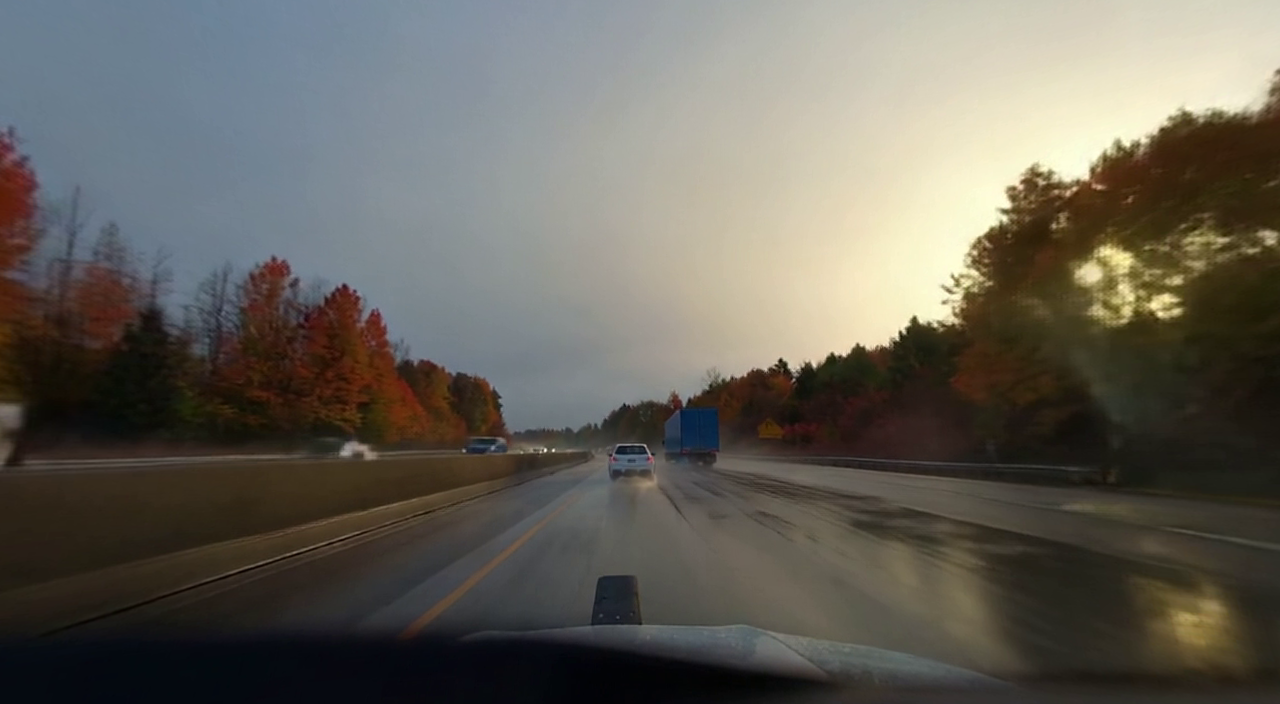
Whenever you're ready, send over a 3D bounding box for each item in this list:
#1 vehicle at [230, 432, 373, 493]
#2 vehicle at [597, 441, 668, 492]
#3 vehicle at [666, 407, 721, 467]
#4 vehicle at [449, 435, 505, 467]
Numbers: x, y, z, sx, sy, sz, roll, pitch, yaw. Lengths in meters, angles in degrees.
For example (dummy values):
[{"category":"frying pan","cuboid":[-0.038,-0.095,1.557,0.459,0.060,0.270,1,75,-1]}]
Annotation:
[{"category":"vehicle","cuboid":[-9.226,3.052,17.525,1.796,1.466,3.929,-1,-9,0]},{"category":"vehicle","cuboid":[-0.280,3.746,20.856,2.099,1.506,4.097,0,-9,-1]},{"category":"vehicle","cuboid":[3.919,6.905,49.632,2.900,4.013,14.455,1,-9,-1]},{"category":"vehicle","cuboid":[-9.773,6.000,38.006,2.175,1.804,4.631,0,-9,-1]}]
